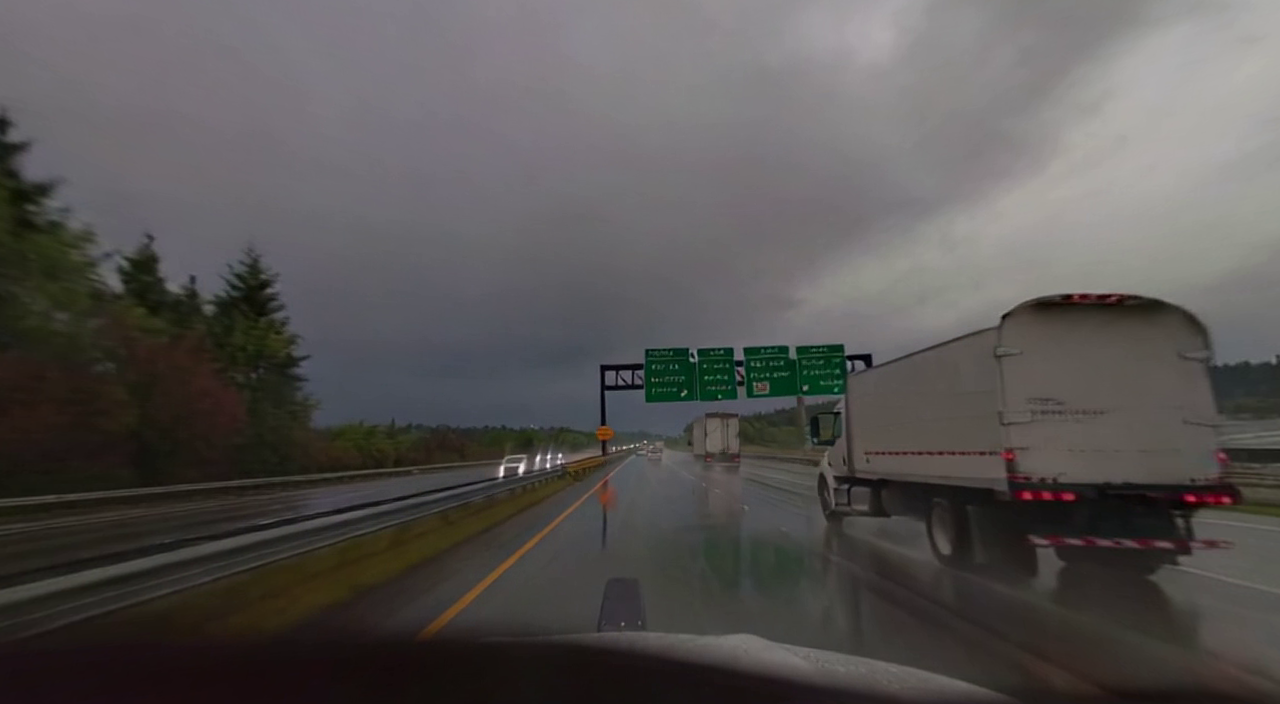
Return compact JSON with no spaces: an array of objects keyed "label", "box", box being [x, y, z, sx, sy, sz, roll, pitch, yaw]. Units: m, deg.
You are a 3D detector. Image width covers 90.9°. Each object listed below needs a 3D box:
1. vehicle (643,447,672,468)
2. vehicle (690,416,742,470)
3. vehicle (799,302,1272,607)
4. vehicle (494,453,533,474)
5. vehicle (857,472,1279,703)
[{"label":"vehicle","box":[1.239,7.719,46.314,2.049,1.500,3.790,0,-9,0]},{"label":"vehicle","box":[5.092,6.289,43.574,2.743,3.367,7.306,0,-9,1]},{"label":"vehicle","box":[4.349,1.351,8.812,2.569,2.783,5.984,0,-9,-1]},{"label":"vehicle","box":[-9.167,8.119,46.048,1.835,1.456,4.202,0,-9,2]},{"label":"vehicle","box":[4.449,1.252,2.438,2.472,1.036,13.239,0,-9,-1]}]
